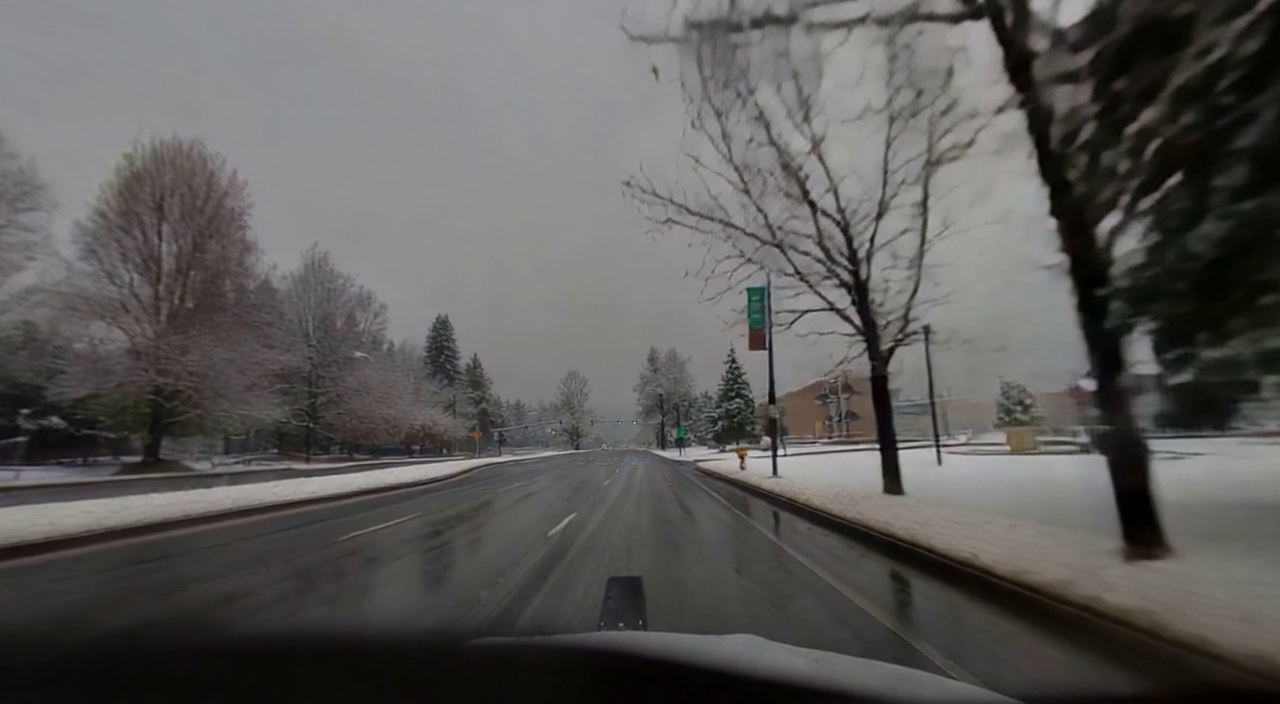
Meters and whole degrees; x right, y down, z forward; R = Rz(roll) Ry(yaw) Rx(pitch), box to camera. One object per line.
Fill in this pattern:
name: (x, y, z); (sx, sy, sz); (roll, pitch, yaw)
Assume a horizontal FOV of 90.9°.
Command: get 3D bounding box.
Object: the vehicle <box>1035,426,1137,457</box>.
vehicle: (25.922, 5.214, 36.758); (4.384, 1.682, 1.866); (-1, -9, 2)
